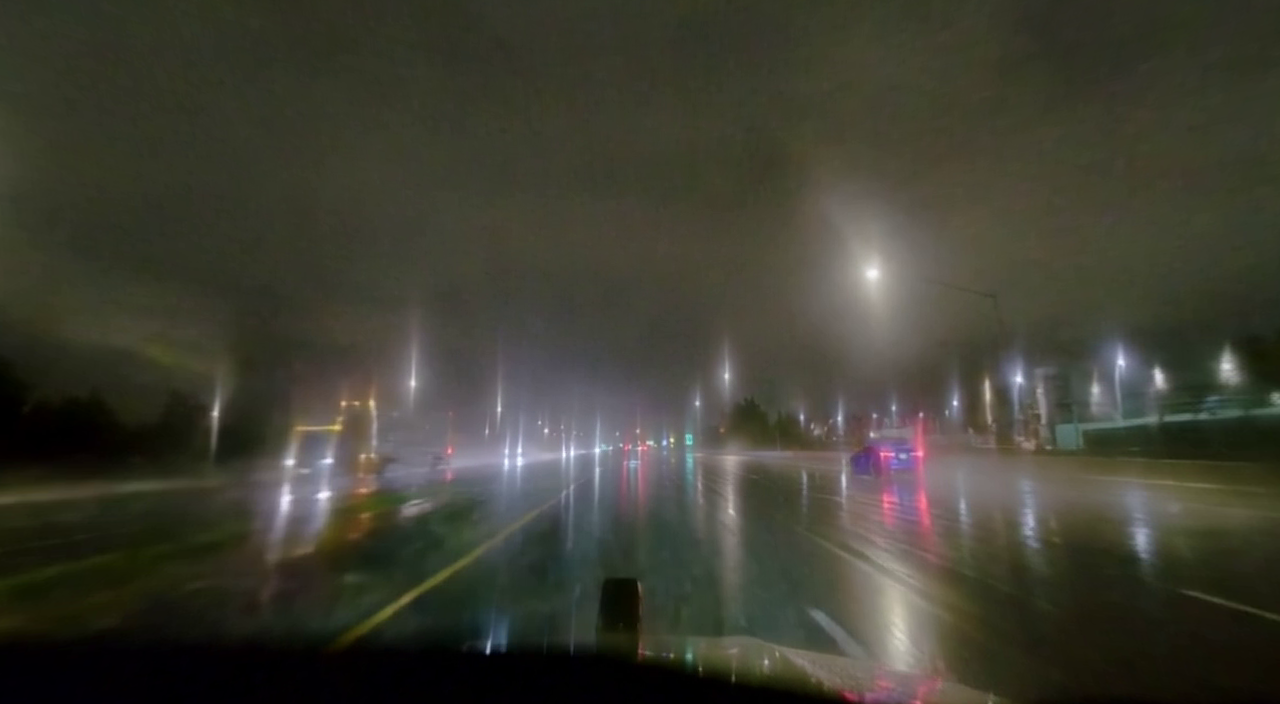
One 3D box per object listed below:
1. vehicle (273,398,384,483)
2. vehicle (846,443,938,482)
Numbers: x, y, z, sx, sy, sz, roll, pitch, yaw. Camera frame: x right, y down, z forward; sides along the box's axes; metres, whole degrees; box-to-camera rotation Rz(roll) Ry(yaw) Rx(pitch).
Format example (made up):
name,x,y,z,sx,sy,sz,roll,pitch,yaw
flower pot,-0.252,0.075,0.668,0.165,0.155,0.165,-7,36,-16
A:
name,x,y,z,sx,sy,sz,roll,pitch,yaw
vehicle,-17.651,5.071,36.408,3.002,4.461,6.338,0,-8,0
vehicle,10.650,4.668,27.127,2.024,1.481,4.747,0,-8,0
